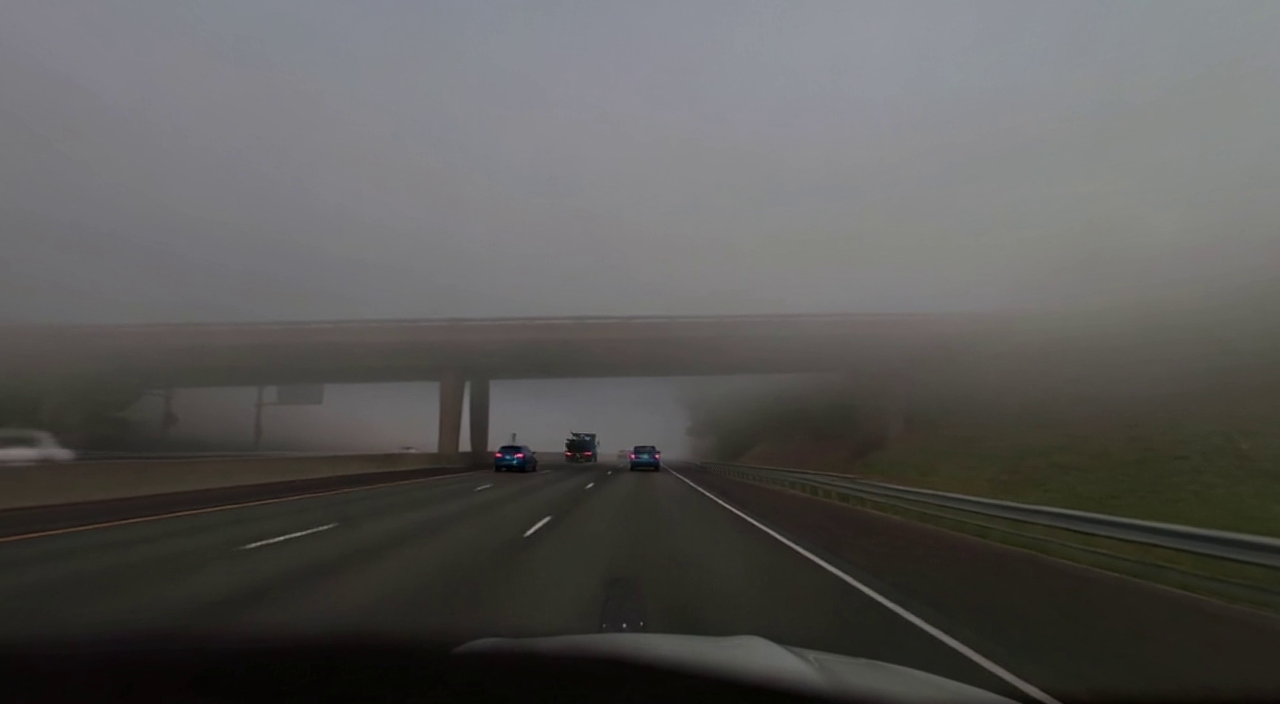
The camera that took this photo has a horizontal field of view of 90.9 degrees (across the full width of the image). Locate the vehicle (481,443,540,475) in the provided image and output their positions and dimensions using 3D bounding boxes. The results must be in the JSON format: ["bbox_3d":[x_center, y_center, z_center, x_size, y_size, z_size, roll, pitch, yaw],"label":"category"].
[{"bbox_3d":[-6.955,5.783,34.370,2.115,1.644,4.513,0,-8,2],"label":"vehicle"}]

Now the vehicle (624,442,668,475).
[{"bbox_3d":[0.326,5.915,35.229,2.336,1.722,4.212,0,-8,1],"label":"vehicle"}]
